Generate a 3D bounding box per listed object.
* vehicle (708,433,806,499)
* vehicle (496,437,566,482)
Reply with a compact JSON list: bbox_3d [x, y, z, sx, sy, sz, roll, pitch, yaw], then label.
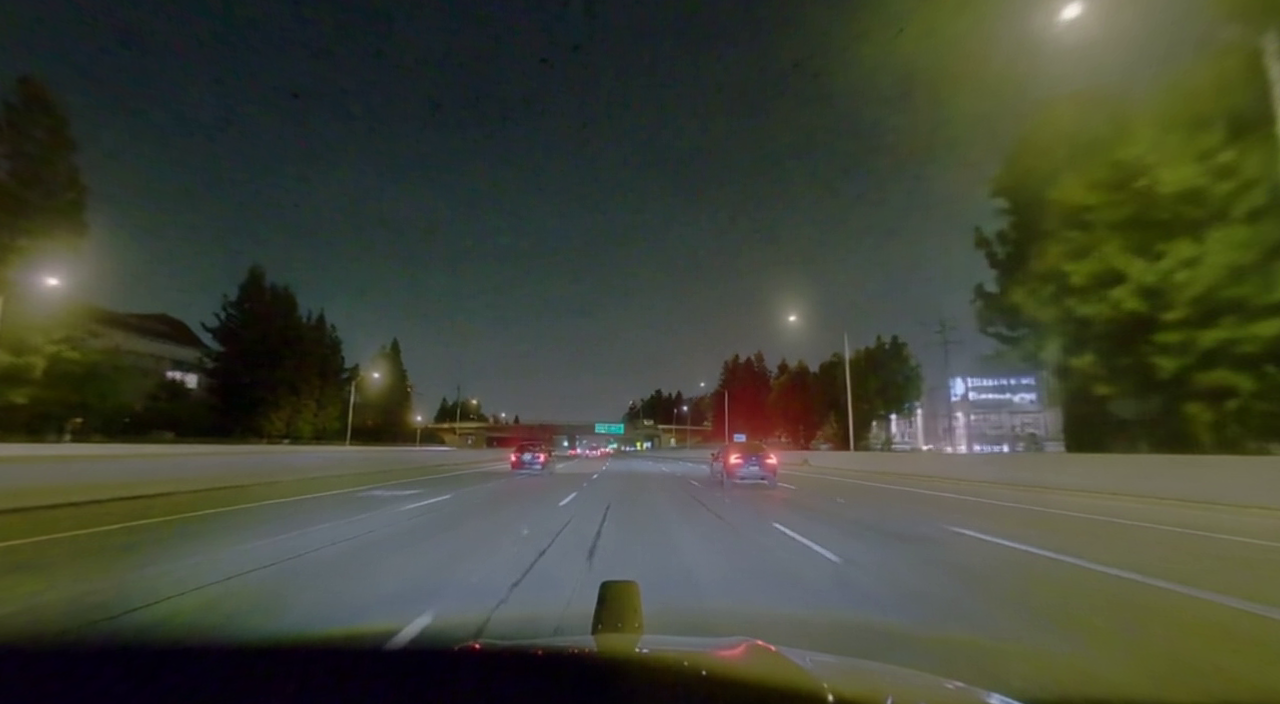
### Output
[{"bbox_3d":[3.297,3.304,18.716,1.997,1.686,4.247,0,-8,-1],"label":"vehicle"},{"bbox_3d":[-4.588,4.604,27.358,2.176,1.779,4.755,0,-8,0],"label":"vehicle"}]
